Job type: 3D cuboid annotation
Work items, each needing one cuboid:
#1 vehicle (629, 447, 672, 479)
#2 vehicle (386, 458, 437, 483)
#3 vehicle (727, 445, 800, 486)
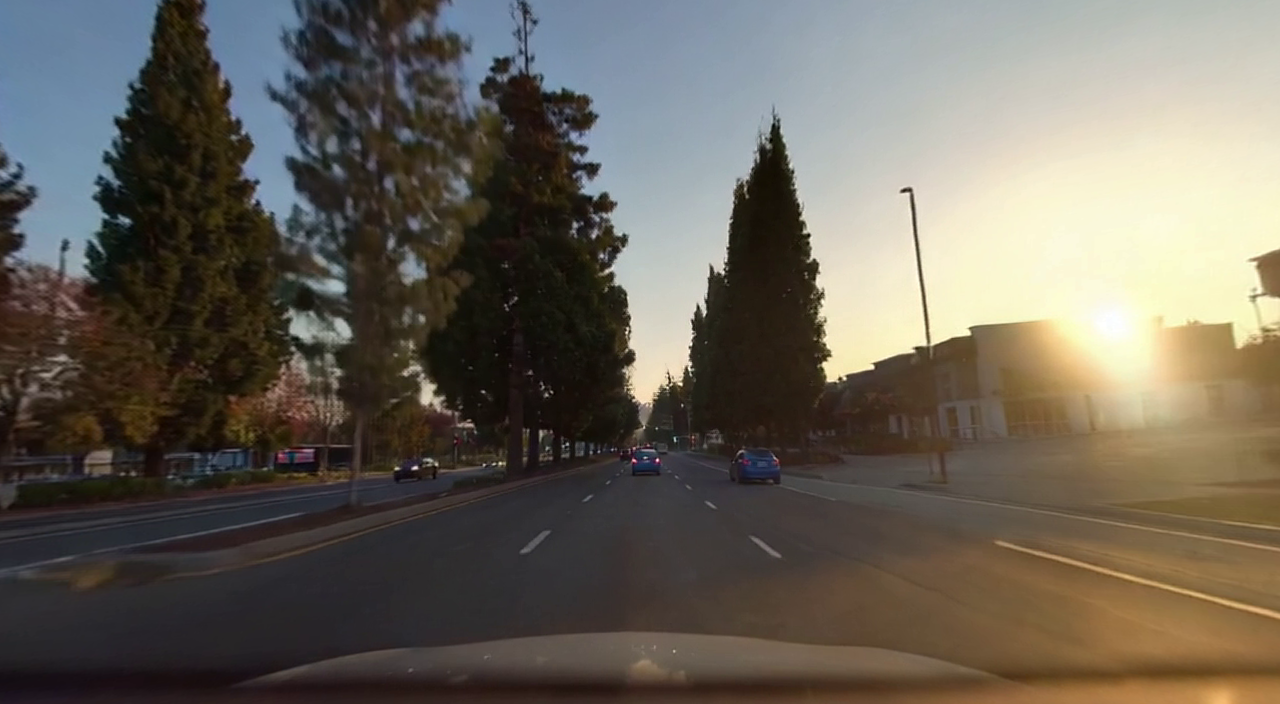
[{"bbox_3d":[0.518,5.784,33.038,2.144,1.505,4.128,0,-9,0],"label":"vehicle"},{"bbox_3d":[-17.333,8.997,48.033,1.984,1.698,4.885,-1,-9,1],"label":"vehicle"},{"bbox_3d":[4.831,4.503,25.295,2.067,1.497,4.327,-1,-9,1],"label":"vehicle"}]
